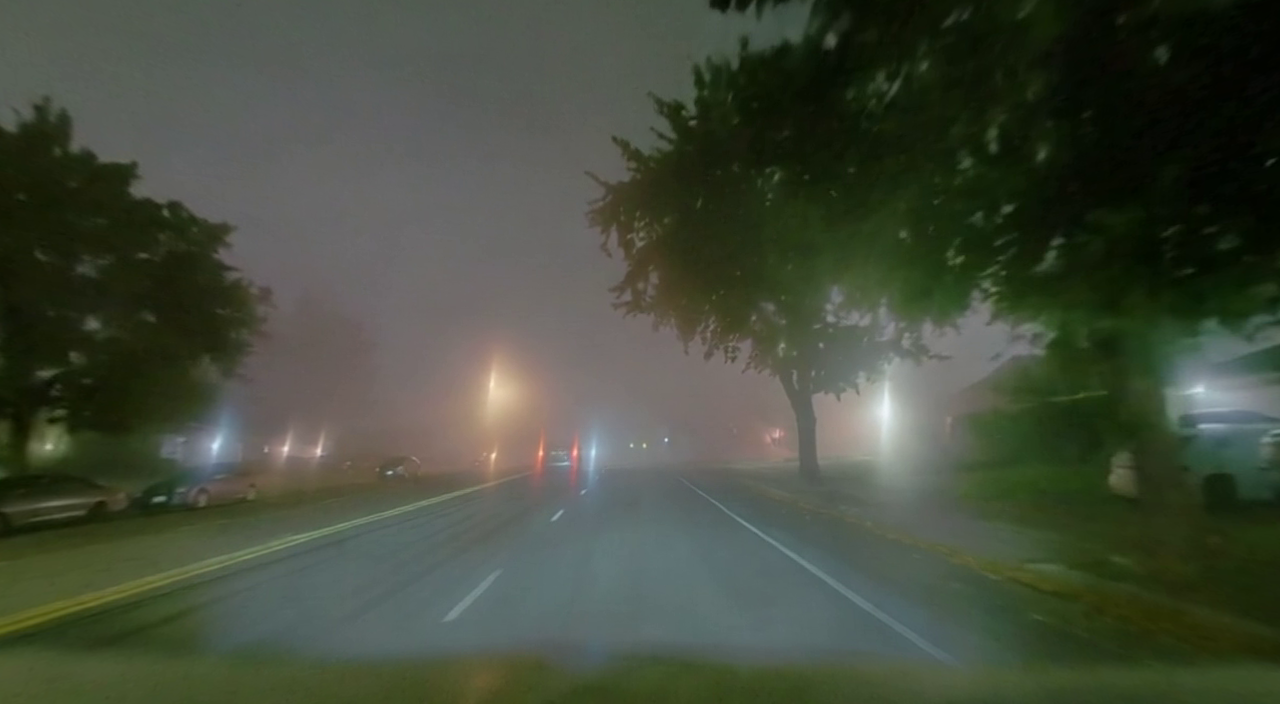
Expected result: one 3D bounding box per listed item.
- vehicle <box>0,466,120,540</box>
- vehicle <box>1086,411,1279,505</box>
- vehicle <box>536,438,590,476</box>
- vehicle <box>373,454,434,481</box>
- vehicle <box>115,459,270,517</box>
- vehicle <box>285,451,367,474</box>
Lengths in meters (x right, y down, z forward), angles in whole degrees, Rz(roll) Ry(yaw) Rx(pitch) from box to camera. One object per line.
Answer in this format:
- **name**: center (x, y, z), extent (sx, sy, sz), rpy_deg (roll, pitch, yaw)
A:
- **vehicle**: center (-14.152, 3.294, 13.759), extent (1.856, 1.477, 4.574), rpy_deg (-2, -10, -2)
- **vehicle**: center (10.594, 1.798, 10.832), extent (4.463, 1.440, 1.884), rpy_deg (0, -8, -2)
- **vehicle**: center (-3.677, 5.131, 31.037), extent (2.135, 1.731, 4.232), rpy_deg (0, -9, 0)
- **vehicle**: center (-14.212, 6.946, 38.286), extent (1.900, 1.494, 4.730), rpy_deg (0, -8, 0)
- **vehicle**: center (-13.944, 4.220, 20.037), extent (1.884, 1.509, 4.110), rpy_deg (0, -8, 0)
- **vehicle**: center (-21.573, 7.578, 43.428), extent (4.669, 1.464, 1.879), rpy_deg (-1, -9, 5)
